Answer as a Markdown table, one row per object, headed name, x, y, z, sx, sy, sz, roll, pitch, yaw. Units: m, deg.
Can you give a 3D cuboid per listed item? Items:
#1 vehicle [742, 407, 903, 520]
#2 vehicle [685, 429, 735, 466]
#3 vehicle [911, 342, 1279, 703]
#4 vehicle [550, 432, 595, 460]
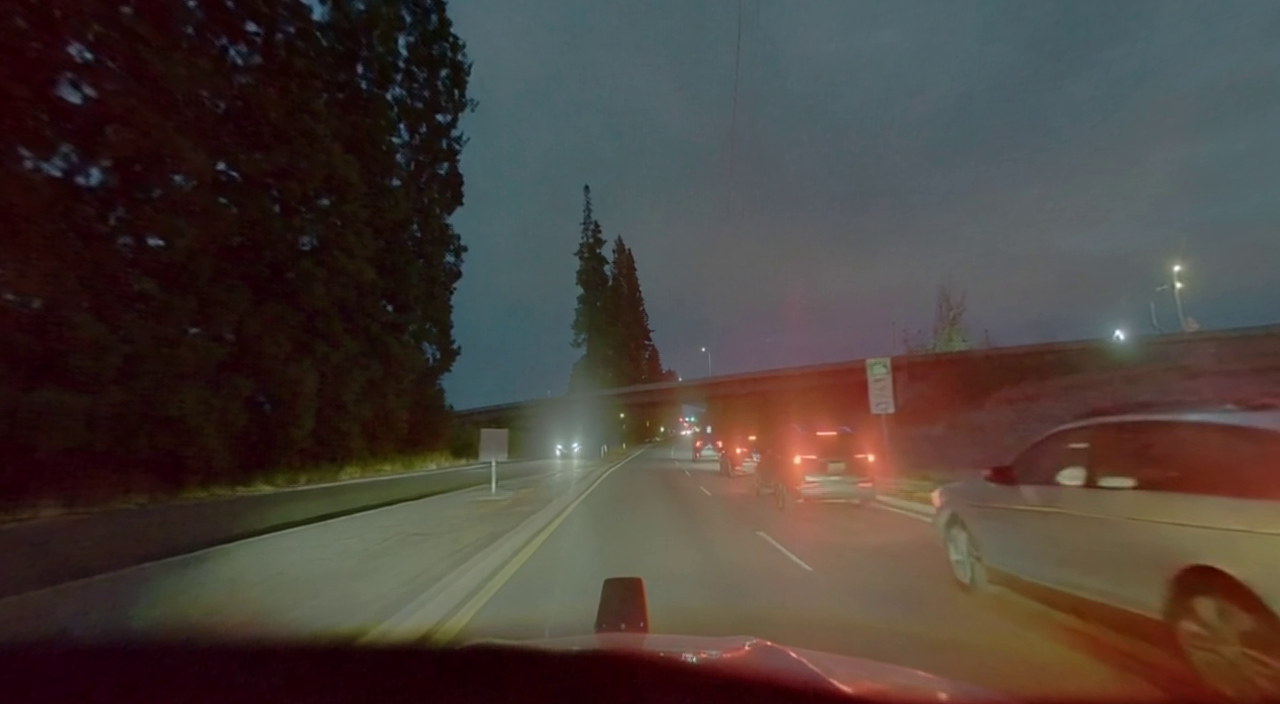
| name | x | y | z | sx | sy | sz | roll | pitch | yaw |
| --- | --- | --- | --- | --- | --- | --- | --- | --- | --- |
| vehicle | 3.476 | 2.220 | 13.032 | 1.985 | 1.895 | 4.496 | -1 | -8 | 0 |
| vehicle | 3.900 | 5.424 | 36.008 | 2.273 | 1.944 | 4.866 | -1 | -8 | 0 |
| vehicle | 3.535 | 0.962 | 3.614 | 1.972 | 1.682 | 4.397 | -1 | -8 | 0 |
| vehicle | -4.769 | 6.730 | 45.273 | 2.089 | 1.860 | 4.704 | -2 | -8 | 8 |
